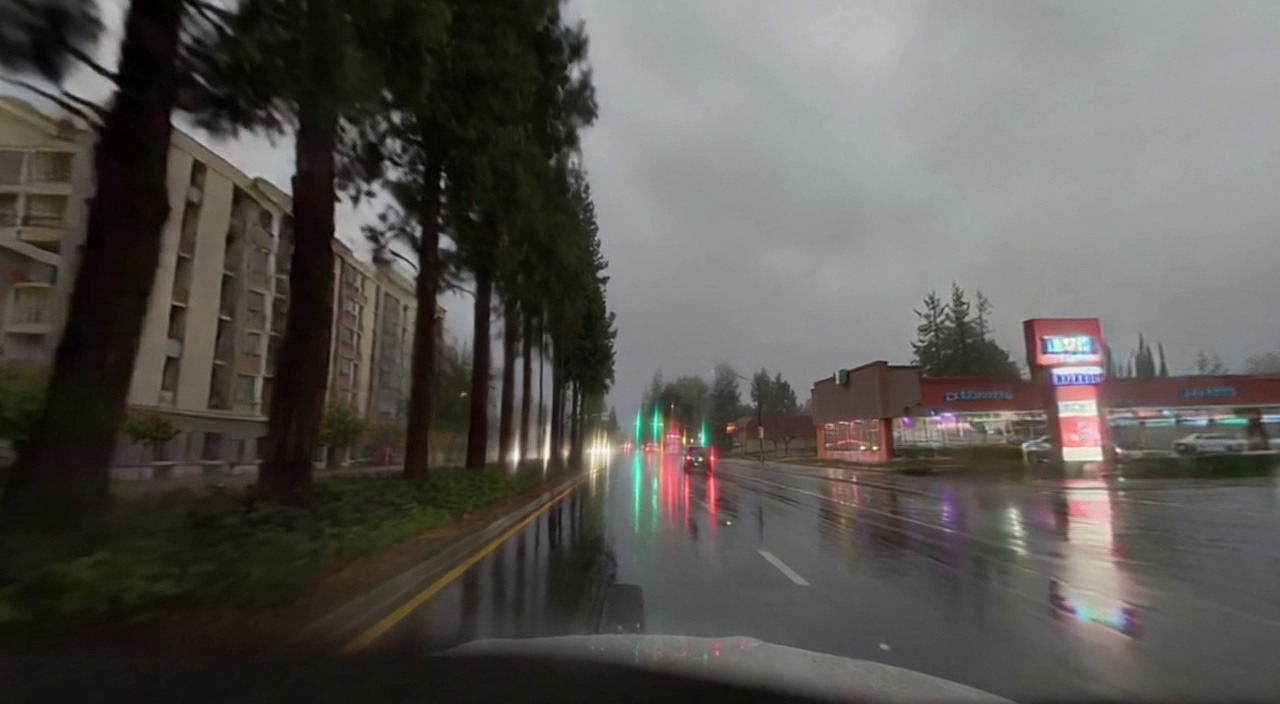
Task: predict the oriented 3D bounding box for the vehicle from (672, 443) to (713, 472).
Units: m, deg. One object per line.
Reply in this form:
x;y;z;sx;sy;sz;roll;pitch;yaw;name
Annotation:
3.128;6.360;38.423;2.041;1.531;4.236;1;-8;-1;vehicle

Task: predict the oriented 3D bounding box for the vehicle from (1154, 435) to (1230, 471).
31.711;5.773;36.428;2.269;1.862;4.495;-3;-9;28;vehicle

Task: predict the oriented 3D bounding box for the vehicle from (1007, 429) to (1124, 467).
20.602;4.659;30.719;4.210;1.727;2.227;2;-7;-8;vehicle

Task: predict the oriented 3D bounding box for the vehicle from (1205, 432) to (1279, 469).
34.019;5.513;35.558;2.181;1.901;4.222;-4;-9;28;vehicle
